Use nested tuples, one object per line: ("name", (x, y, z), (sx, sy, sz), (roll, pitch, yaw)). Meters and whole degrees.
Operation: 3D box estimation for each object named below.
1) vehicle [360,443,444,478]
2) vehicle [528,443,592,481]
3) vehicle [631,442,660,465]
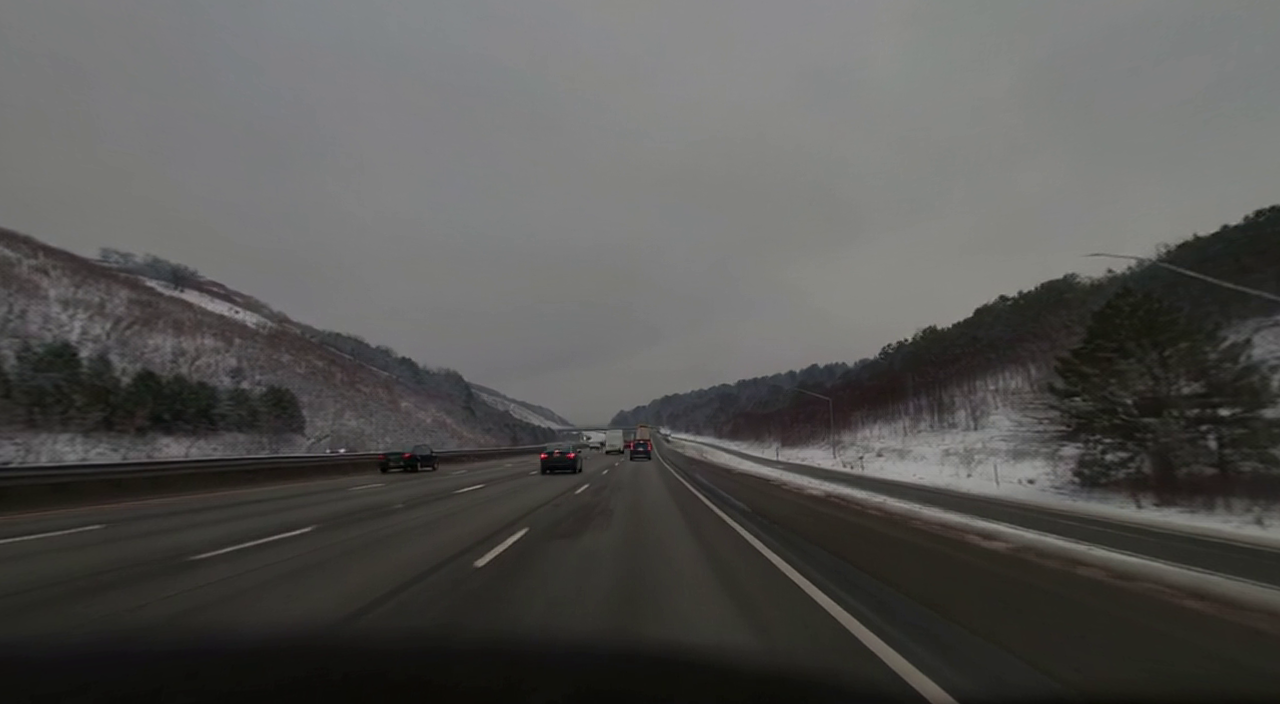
("vehicle", (-10.952, 5.016, 29.455), (1.945, 1.466, 4.947), (-1, -8, 1))
("vehicle", (-3.352, 4.719, 27.448), (2.080, 1.505, 4.649), (-1, -8, 1))
("vehicle", (0.433, 7.680, 47.929), (2.138, 1.674, 4.044), (-1, -8, 1))
